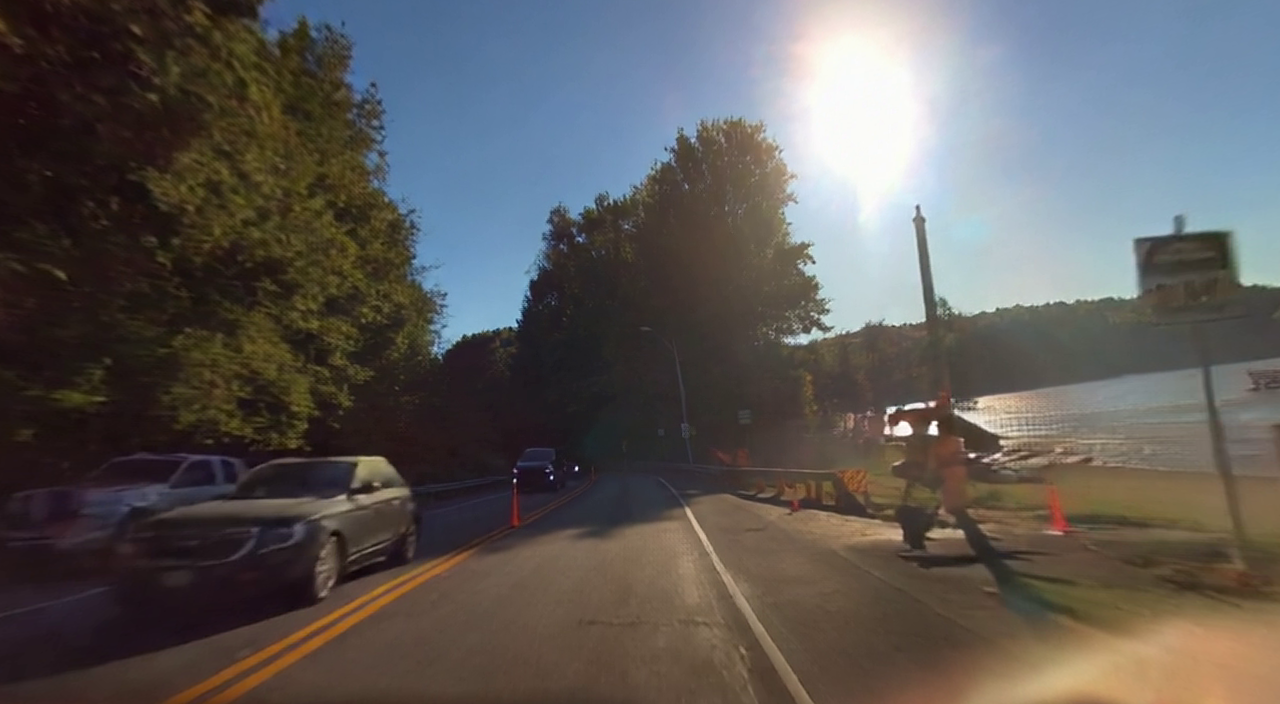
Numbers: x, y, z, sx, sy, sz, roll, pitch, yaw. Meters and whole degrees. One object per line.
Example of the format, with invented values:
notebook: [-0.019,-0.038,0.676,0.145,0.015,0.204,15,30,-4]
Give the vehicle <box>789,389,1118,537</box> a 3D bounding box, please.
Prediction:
vehicle: [5.210,2.066,12.214,2.845,2.053,6.457,0,-9,-2]

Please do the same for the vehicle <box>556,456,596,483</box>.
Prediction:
vehicle: [-3.707,6.850,37.150,2.032,1.444,4.164,0,-9,-2]

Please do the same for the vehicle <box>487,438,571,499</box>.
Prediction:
vehicle: [-4.018,4.325,23.880,2.221,1.969,5.153,-1,-9,0]

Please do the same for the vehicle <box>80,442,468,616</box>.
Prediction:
vehicle: [-3.628,1.806,7.396,1.981,1.410,4.162,-1,-9,1]
